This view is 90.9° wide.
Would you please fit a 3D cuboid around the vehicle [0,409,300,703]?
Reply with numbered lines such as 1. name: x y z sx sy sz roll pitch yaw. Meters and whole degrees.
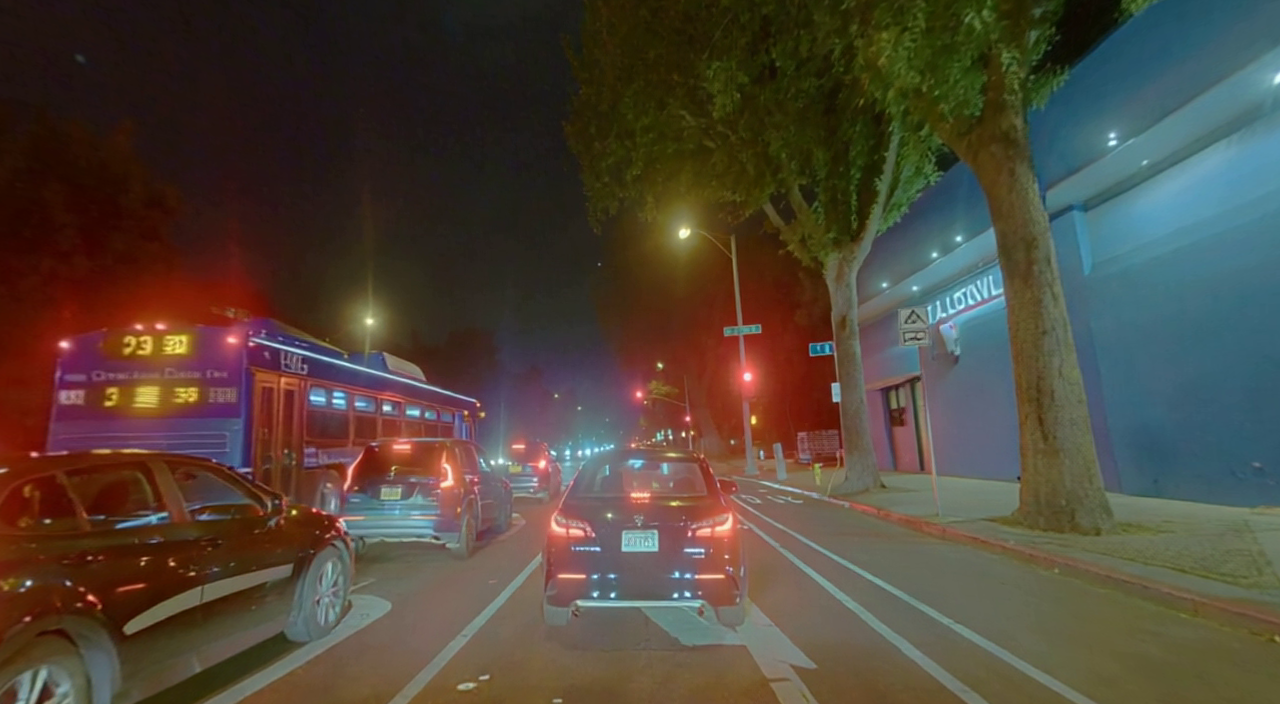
1. vehicle: -3.169 0.880 1.729 1.867 1.486 4.452 0 -8 2

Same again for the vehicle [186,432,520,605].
1. vehicle: -2.922 1.772 7.734 1.944 1.481 4.385 0 -8 1

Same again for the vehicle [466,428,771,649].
1. vehicle: -0.136 1.531 6.172 2.031 1.461 3.763 0 -8 0
